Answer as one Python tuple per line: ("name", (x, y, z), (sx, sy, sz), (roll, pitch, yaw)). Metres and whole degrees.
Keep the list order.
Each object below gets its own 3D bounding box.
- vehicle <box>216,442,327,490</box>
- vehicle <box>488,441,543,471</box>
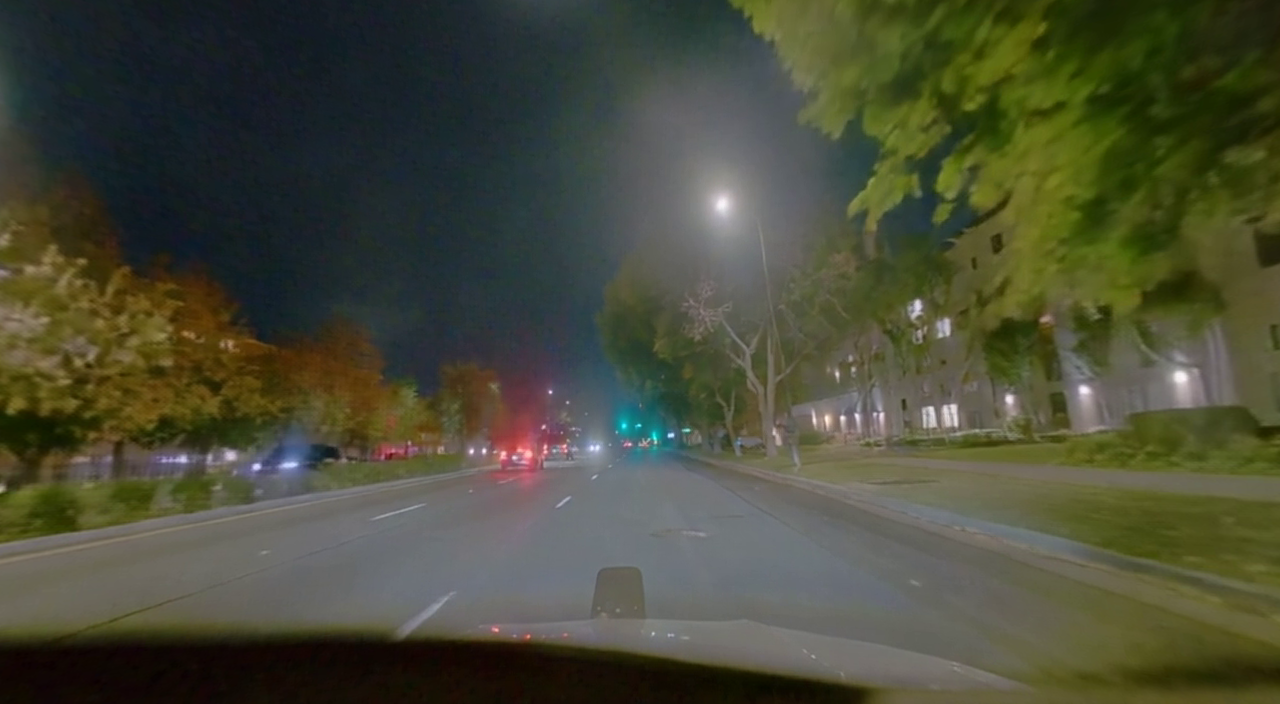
("vehicle", (-14.763, 4.561, 25.627), (1.947, 1.784, 4.175), (0, -9, 0))
("vehicle", (-6.449, 5.439, 33.311), (1.970, 1.456, 4.441), (0, -9, 0))
